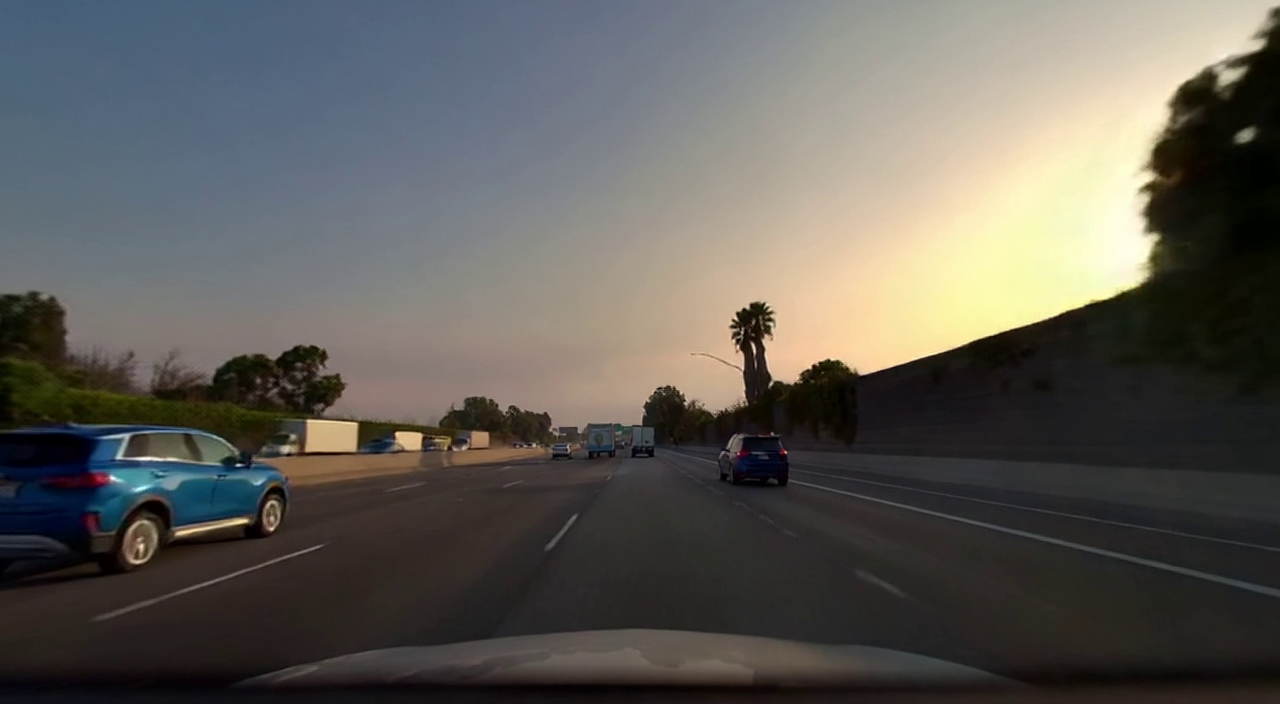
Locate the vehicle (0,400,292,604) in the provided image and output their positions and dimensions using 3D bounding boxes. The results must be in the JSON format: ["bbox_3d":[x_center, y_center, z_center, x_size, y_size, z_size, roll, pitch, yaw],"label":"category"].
[{"bbox_3d":[-6.763,1.621,7.638,2.289,1.774,4.871,0,-8,0],"label":"vehicle"}]

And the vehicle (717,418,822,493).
[{"bbox_3d":[4.165,3.436,21.301,2.408,2.210,4.999,0,-8,-1],"label":"vehicle"}]
